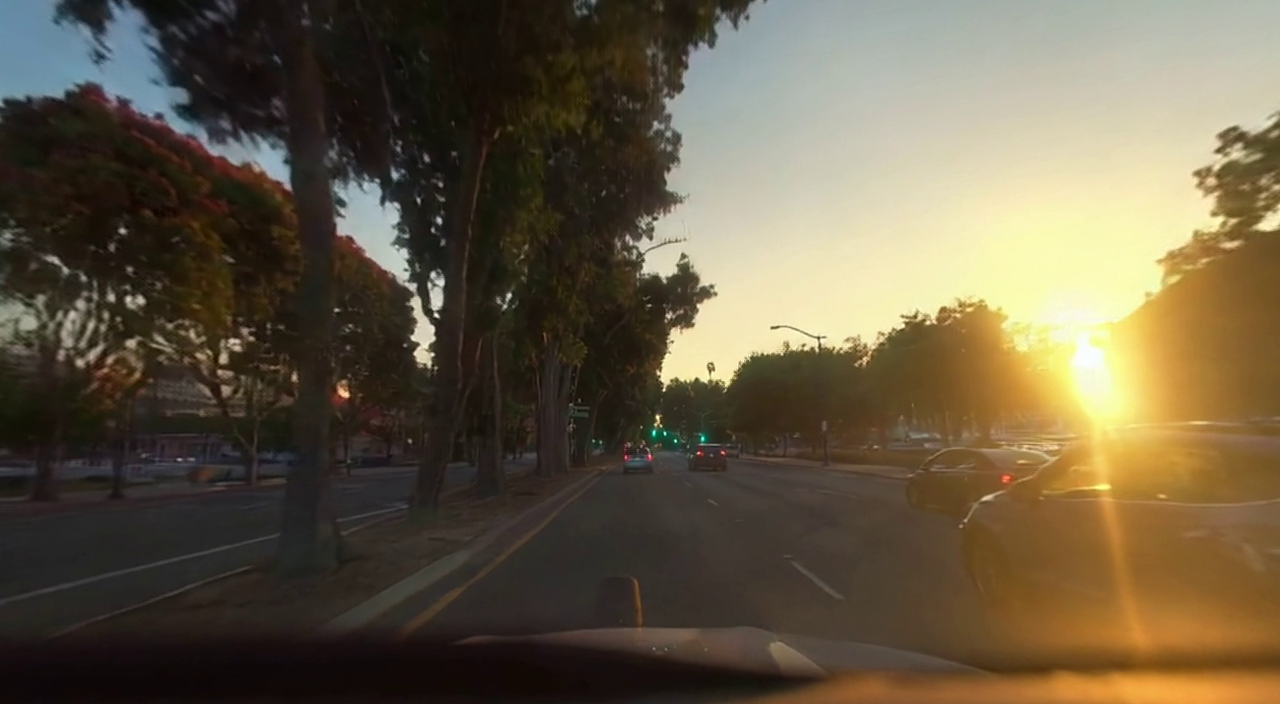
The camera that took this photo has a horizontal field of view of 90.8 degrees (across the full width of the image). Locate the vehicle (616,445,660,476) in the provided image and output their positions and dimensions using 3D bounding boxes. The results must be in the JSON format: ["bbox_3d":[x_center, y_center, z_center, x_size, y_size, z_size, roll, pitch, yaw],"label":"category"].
[{"bbox_3d":[-0.098,5.392,31.604,2.054,1.446,3.969,0,-9,-1],"label":"vehicle"}]

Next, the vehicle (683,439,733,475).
[{"bbox_3d":[3.494,5.491,33.315,2.036,1.757,4.300,0,-9,-1],"label":"vehicle"}]

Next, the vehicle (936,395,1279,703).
[{"bbox_3d":[3.699,1.122,3.791,1.937,1.538,3.832,0,-9,0],"label":"vehicle"}]
